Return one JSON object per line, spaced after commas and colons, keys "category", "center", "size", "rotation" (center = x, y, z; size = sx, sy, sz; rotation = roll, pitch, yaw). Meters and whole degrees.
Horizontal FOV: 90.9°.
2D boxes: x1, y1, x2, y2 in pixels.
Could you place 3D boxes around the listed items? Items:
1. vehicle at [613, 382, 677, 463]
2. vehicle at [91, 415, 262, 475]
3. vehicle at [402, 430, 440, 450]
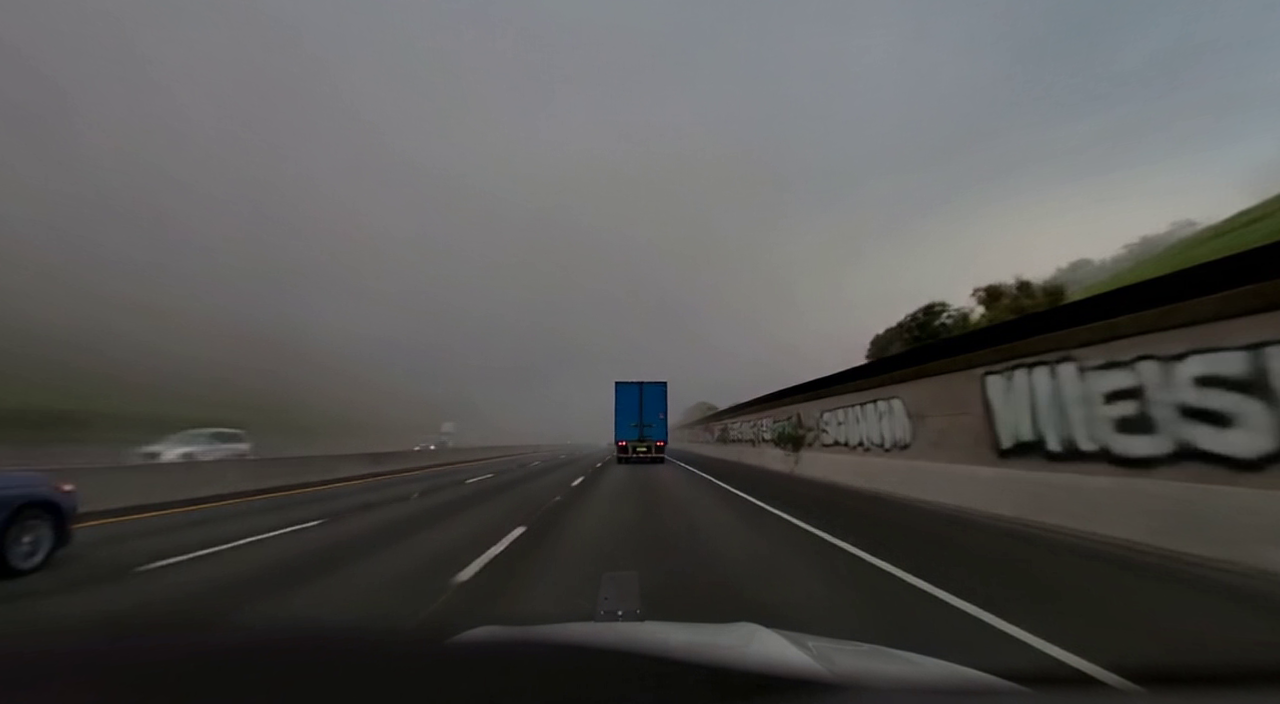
{"category": "vehicle", "center": [0.009, 3.994, 34.694], "size": [2.921, 3.765, 10.773], "rotation": [0, -8, -3]}
{"category": "vehicle", "center": [-14.969, 3.032, 20.790], "size": [2.030, 1.734, 4.748], "rotation": [0, -8, 0]}
{"category": "vehicle", "center": [-15.390, 6.192, 44.415], "size": [1.541, 1.359, 3.344], "rotation": [0, -8, -1]}
